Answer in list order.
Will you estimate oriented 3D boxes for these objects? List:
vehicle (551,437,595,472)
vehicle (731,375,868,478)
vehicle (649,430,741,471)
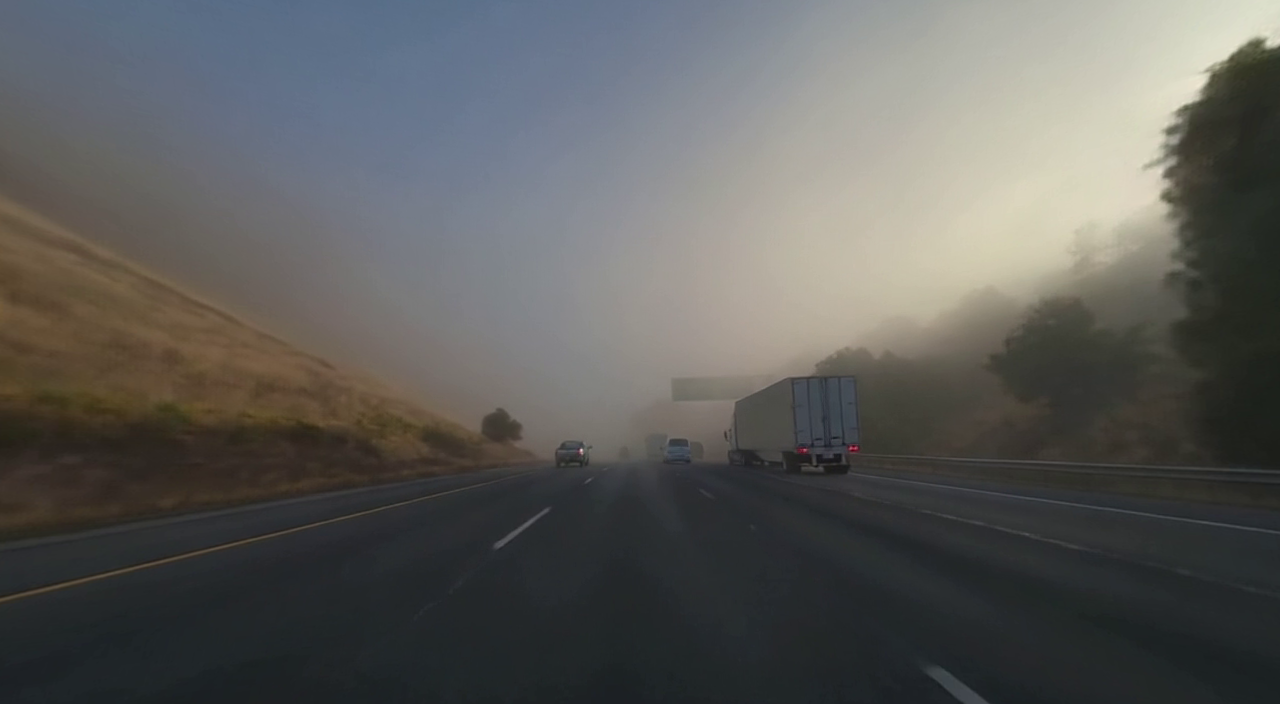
[{"bbox_3d":[-4.072,6.298,38.964,2.193,1.977,4.759,0,-9,0],"label":"vehicle"},{"bbox_3d":[7.669,4.261,33.948,2.935,4.187,16.357,0,-9,-1],"label":"vehicle"},{"bbox_3d":[3.102,5.709,36.833,5.075,2.277,2.365,0,-9,-2],"label":"vehicle"}]
